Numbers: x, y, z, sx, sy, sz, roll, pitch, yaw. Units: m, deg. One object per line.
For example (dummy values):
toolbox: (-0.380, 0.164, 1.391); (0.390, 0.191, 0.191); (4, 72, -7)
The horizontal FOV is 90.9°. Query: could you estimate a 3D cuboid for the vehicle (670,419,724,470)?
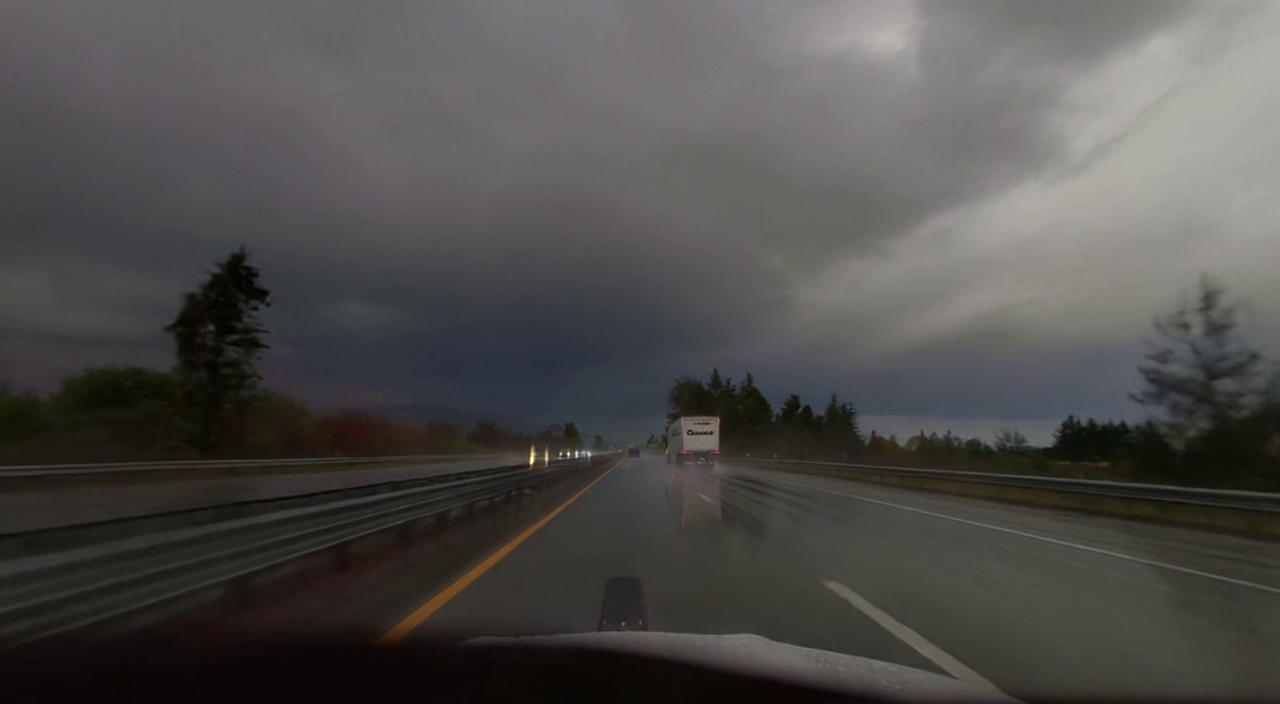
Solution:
vehicle: (4.137, 7.220, 48.782); (2.876, 3.419, 11.591); (0, -9, -1)
